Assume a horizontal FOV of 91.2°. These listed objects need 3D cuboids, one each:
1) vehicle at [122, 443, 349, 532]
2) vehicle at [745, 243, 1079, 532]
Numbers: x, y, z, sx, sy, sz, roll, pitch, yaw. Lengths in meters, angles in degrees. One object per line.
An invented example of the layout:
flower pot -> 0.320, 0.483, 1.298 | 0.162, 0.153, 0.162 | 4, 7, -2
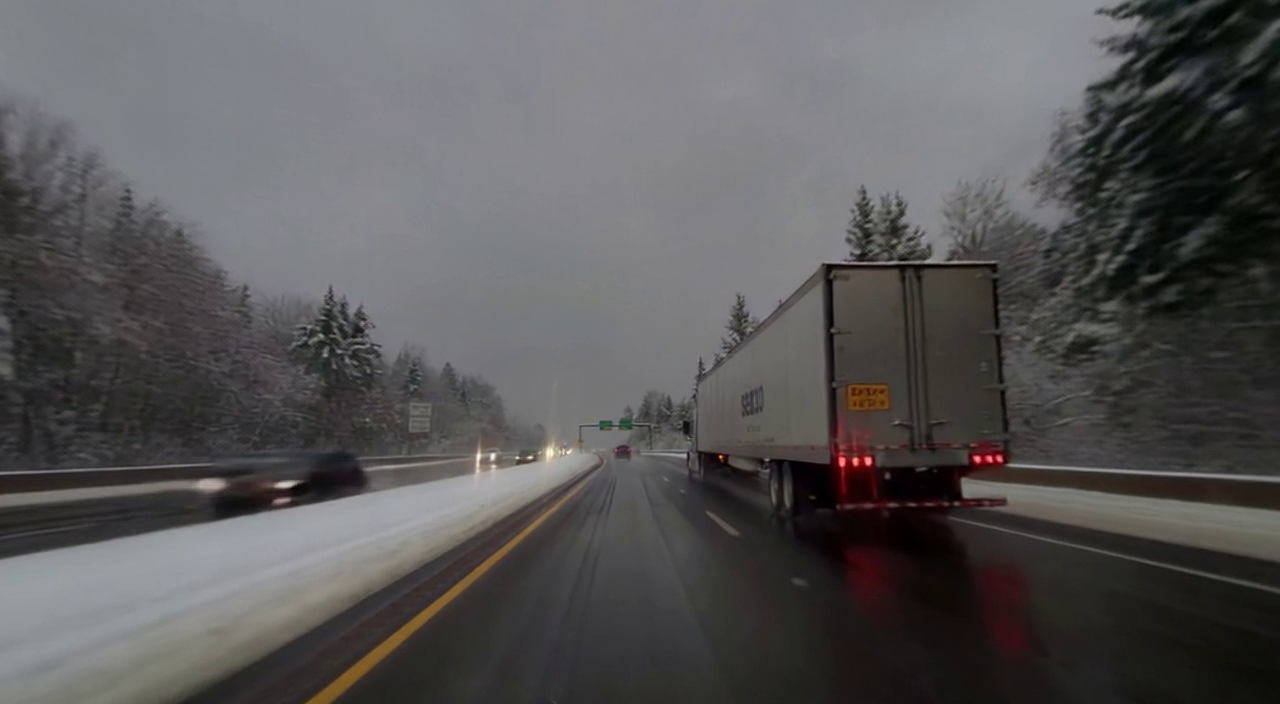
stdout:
vehicle -> -8.410, 2.807, 13.679 | 1.978, 1.570, 4.487 | 0, -9, -1
vehicle -> 4.317, 1.039, 12.661 | 2.892, 3.928, 8.380 | 0, -9, 0
